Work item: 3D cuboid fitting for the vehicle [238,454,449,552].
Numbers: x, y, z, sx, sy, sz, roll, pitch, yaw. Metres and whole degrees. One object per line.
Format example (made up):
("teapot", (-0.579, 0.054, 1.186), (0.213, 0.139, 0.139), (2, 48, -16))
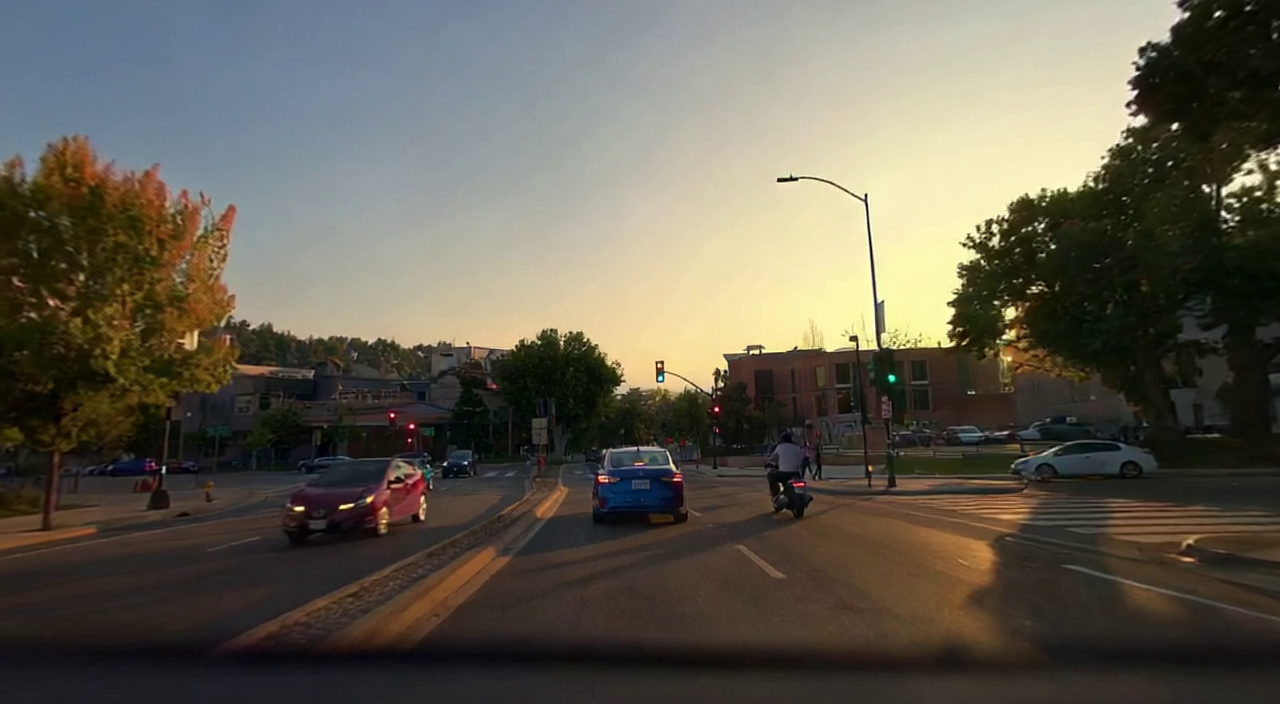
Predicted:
("vehicle", (-5.124, 2.627, 11.644), (2.079, 1.392, 4.088), (0, -9, -3))

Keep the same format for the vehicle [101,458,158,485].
("vehicle", (-37.541, 8.735, 46.273), (4.653, 1.795, 2.163), (-7, -11, 39))

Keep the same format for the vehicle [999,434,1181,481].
("vehicle", (15.794, 3.748, 22.533), (5.007, 1.479, 1.866), (-5, -10, 30))

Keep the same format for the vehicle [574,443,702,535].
("vehicle", (-0.150, 2.567, 12.460), (2.118, 1.480, 3.949), (0, -9, -4))

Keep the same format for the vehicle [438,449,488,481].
("vehicle", (-10.247, 6.540, 36.749), (1.993, 1.692, 4.226), (0, -9, -4))
